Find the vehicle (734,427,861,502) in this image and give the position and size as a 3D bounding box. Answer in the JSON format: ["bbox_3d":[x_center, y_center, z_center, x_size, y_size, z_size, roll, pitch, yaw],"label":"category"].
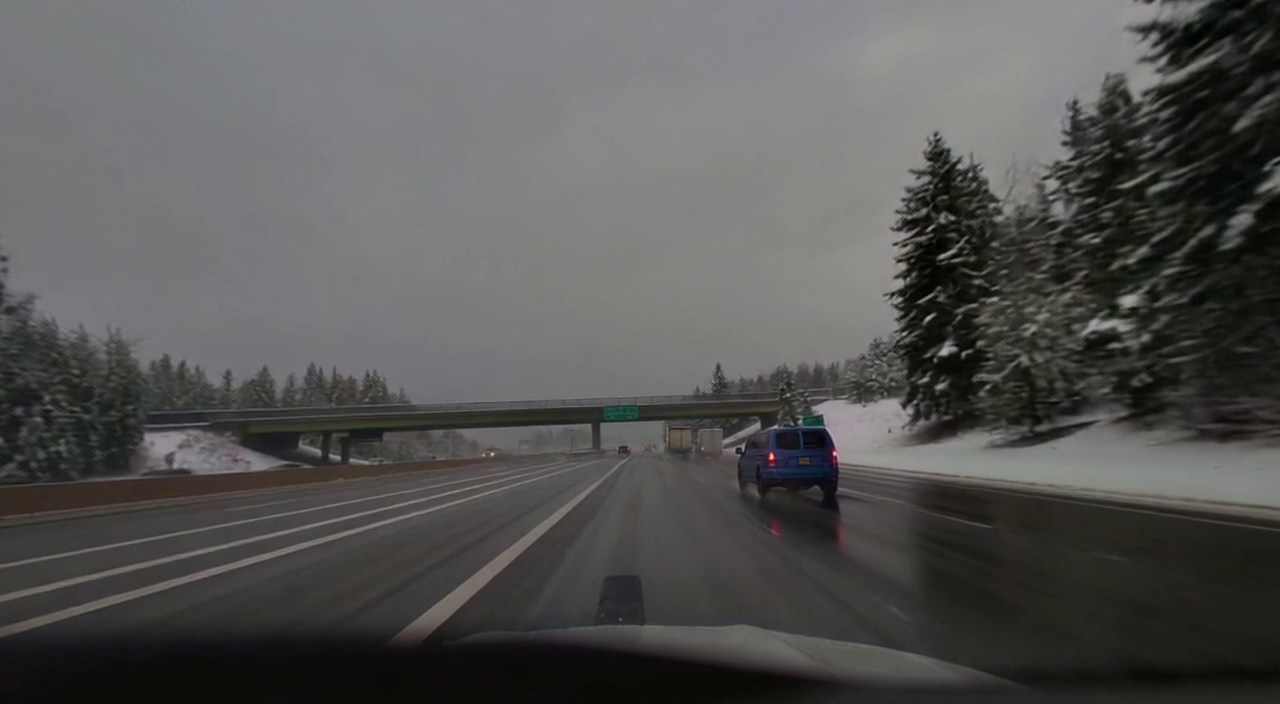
[{"bbox_3d":[3.938,2.903,16.641,2.148,1.691,4.443,0,-9,-1],"label":"vehicle"}]

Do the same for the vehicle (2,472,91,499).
[{"bbox_3d":[-43.778,9.816,46.556,1.906,1.662,4.724,0,-9,1],"label":"vehicle"}]
